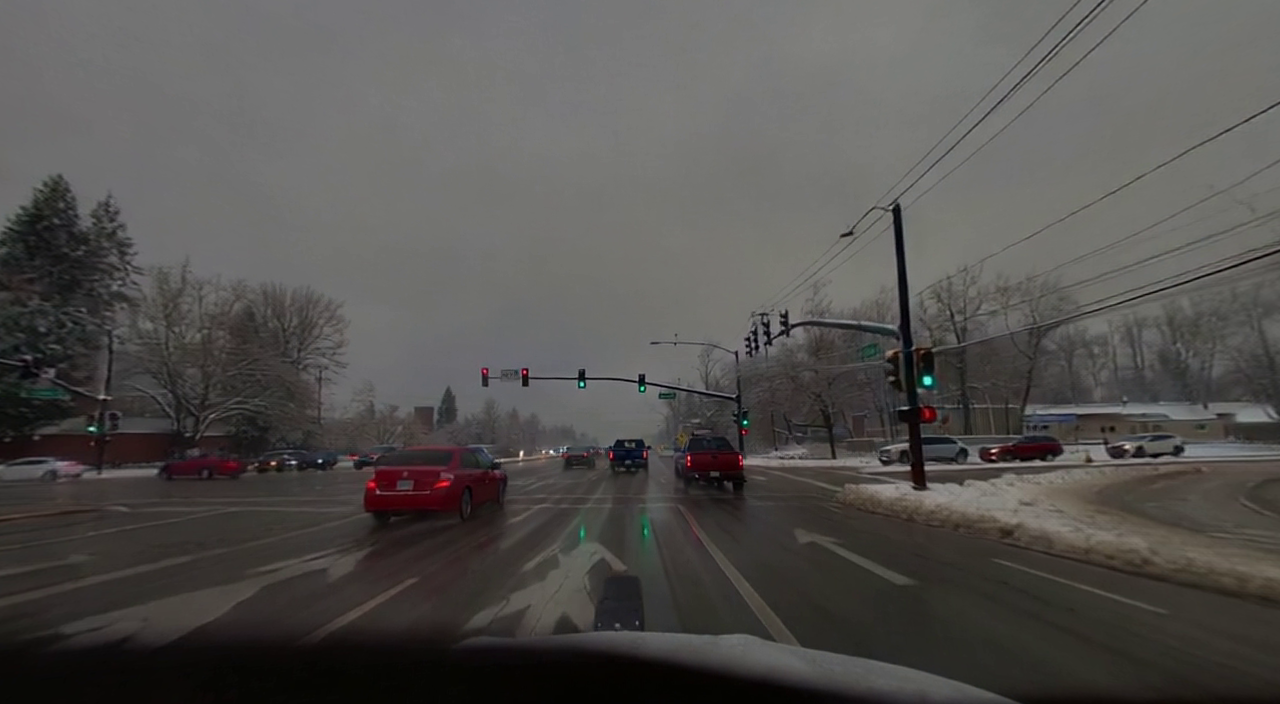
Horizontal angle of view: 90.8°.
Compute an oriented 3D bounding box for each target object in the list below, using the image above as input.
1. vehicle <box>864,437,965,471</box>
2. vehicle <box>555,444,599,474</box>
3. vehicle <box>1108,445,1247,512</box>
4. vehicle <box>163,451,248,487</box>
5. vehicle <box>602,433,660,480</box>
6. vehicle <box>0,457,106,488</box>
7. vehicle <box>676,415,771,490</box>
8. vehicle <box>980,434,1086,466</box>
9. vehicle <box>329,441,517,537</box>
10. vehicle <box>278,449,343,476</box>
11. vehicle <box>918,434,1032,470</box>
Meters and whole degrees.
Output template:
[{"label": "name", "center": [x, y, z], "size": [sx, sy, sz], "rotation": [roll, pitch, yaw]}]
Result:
[{"label": "vehicle", "center": [15.271, 5.705, 35.242], "size": [4.681, 1.756, 2.109], "rotation": [2, -10, -9]}, {"label": "vehicle", "center": [-3.943, 6.831, 40.571], "size": [2.273, 1.749, 4.385], "rotation": [0, -9, 2]}, {"label": "vehicle", "center": [13.573, 3.136, 16.250], "size": [2.212, 1.466, 4.126], "rotation": [-6, -11, 34]}, {"label": "vehicle", "center": [-20.467, 5.430, 29.714], "size": [4.214, 1.557, 2.016], "rotation": [-7, -11, 38]}, {"label": "vehicle", "center": [-0.332, 5.274, 32.099], "size": [2.643, 2.145, 5.585], "rotation": [0, -9, 2]}, {"label": "vehicle", "center": [-30.226, 6.102, 32.262], "size": [4.675, 1.471, 2.076], "rotation": [-2, -9, 14]}, {"label": "vehicle", "center": [3.140, 4.079, 25.820], "size": [2.905, 2.636, 6.895], "rotation": [0, -9, 0]}, {"label": "vehicle", "center": [22.805, 5.730, 36.735], "size": [4.882, 1.777, 2.103], "rotation": [2, -10, -9]}, {"label": "vehicle", "center": [-3.873, 2.514, 12.268], "size": [1.939, 1.494, 4.499], "rotation": [0, -9, 1]}, {"label": "vehicle", "center": [-24.649, 8.273, 47.468], "size": [2.224, 1.759, 4.994], "rotation": [-3, -9, 0]}, {"label": "vehicle", "center": [17.239, 5.172, 32.606], "size": [4.782, 1.768, 2.152], "rotation": [2, -10, -11]}]
